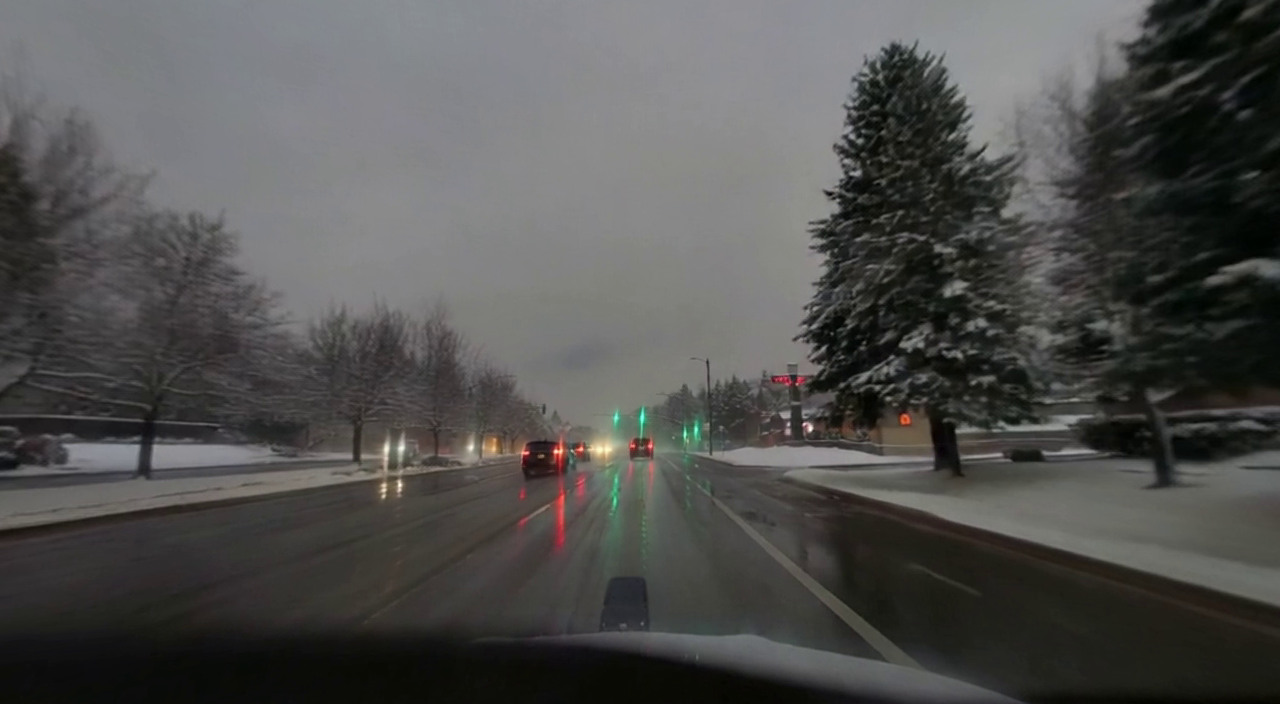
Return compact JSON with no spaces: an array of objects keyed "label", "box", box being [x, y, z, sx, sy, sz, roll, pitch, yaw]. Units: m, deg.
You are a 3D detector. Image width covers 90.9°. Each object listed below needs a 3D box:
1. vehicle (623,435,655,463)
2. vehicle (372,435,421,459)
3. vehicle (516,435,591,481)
[{"label":"vehicle","box":[-0.040,6.658,43.347,2.153,1.764,4.047,0,-8,1]},{"label":"vehicle","box":[-17.628,6.910,45.905,2.032,1.689,4.624,0,-8,-4]},{"label":"vehicle","box":[-3.001,3.801,22.849,2.015,1.470,4.458,0,-8,1]}]
